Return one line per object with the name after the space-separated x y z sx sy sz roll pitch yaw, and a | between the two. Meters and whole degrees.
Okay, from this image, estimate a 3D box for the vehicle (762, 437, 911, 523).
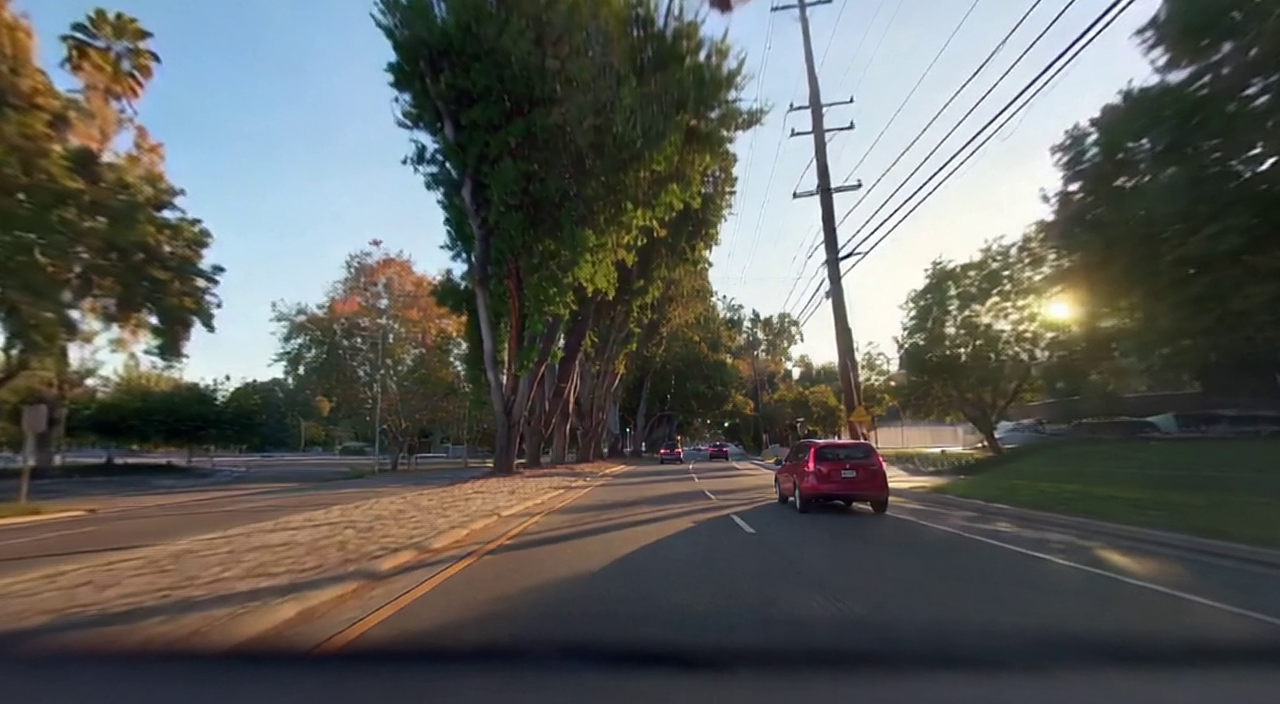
3.990 2.676 13.687 1.881 1.512 4.294 -1 -9 1 | vehicle
